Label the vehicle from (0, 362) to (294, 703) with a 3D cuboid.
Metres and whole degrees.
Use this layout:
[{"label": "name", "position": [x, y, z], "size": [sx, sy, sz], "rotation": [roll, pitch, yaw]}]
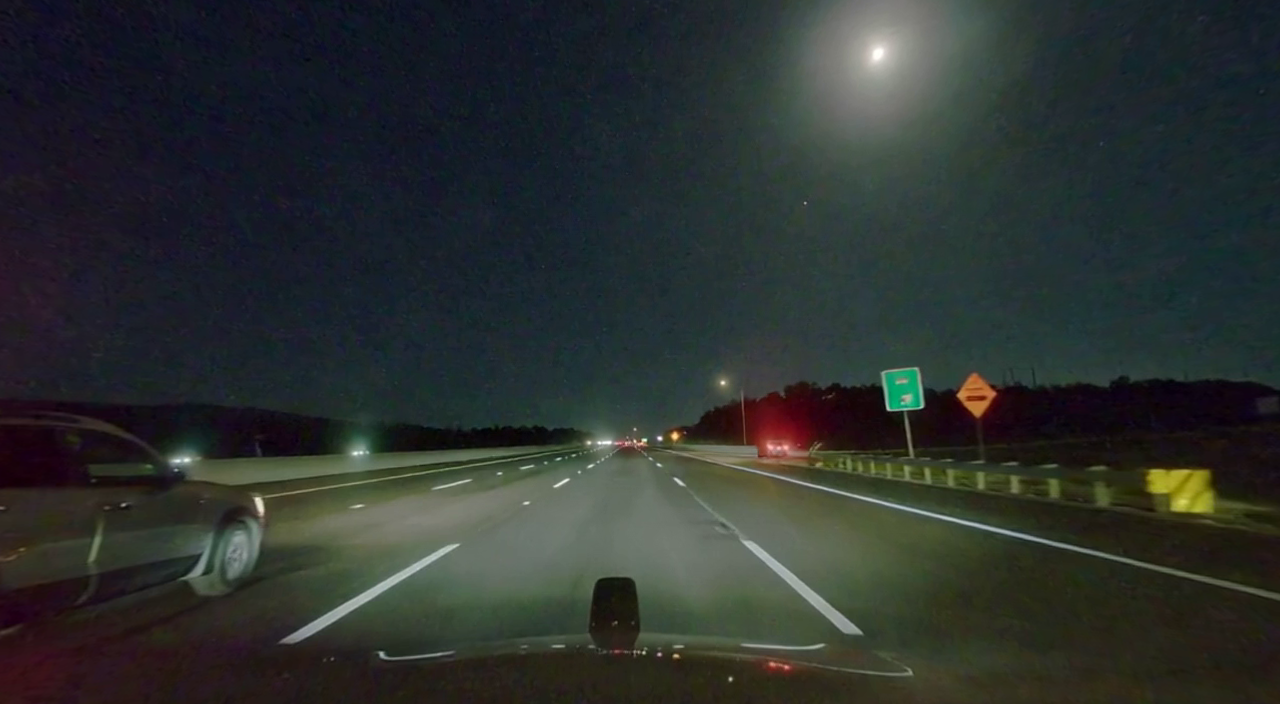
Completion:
[{"label": "vehicle", "position": [-4.136, 0.890, 2.955], "size": [2.200, 1.662, 5.091], "rotation": [0, -8, -1]}]
